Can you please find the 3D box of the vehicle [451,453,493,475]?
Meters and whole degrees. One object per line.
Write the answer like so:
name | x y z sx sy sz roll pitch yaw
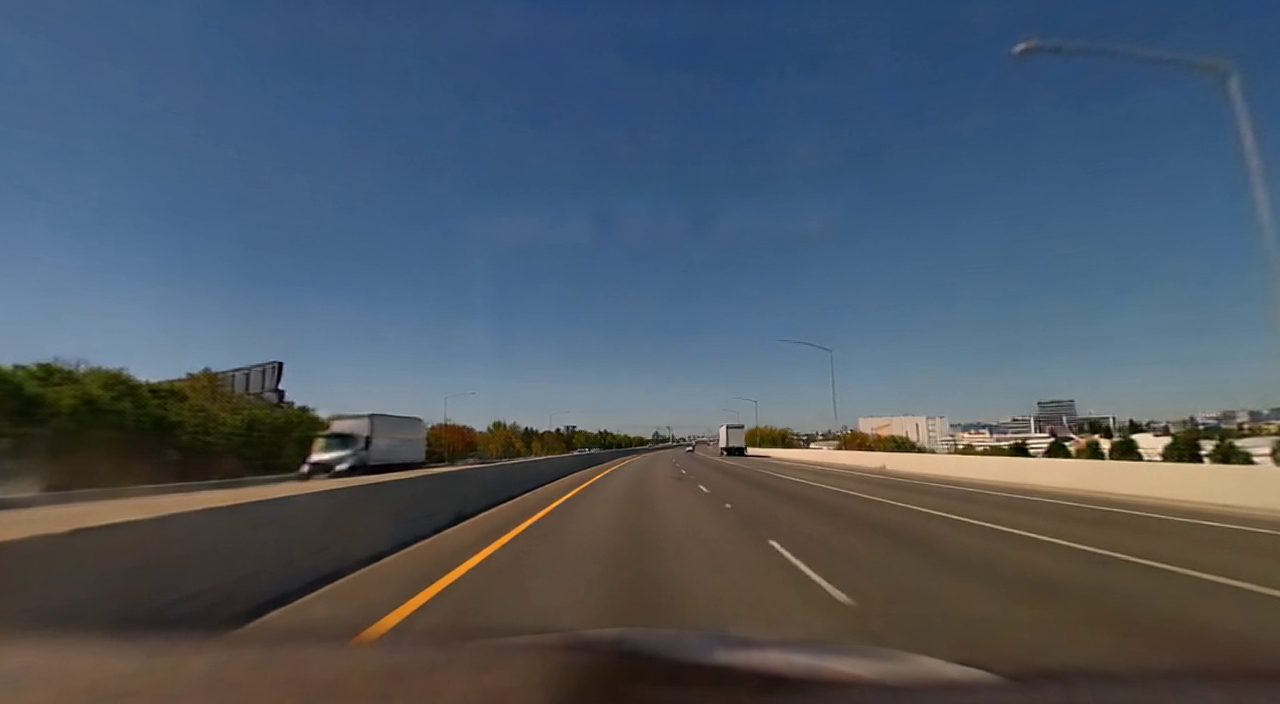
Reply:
vehicle | -12.217 8.152 45.900 1.834 1.504 3.952 0 -9 2

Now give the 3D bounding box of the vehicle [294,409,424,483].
vehicle | -16.856 5.836 38.887 2.968 3.924 10.428 0 -9 2
